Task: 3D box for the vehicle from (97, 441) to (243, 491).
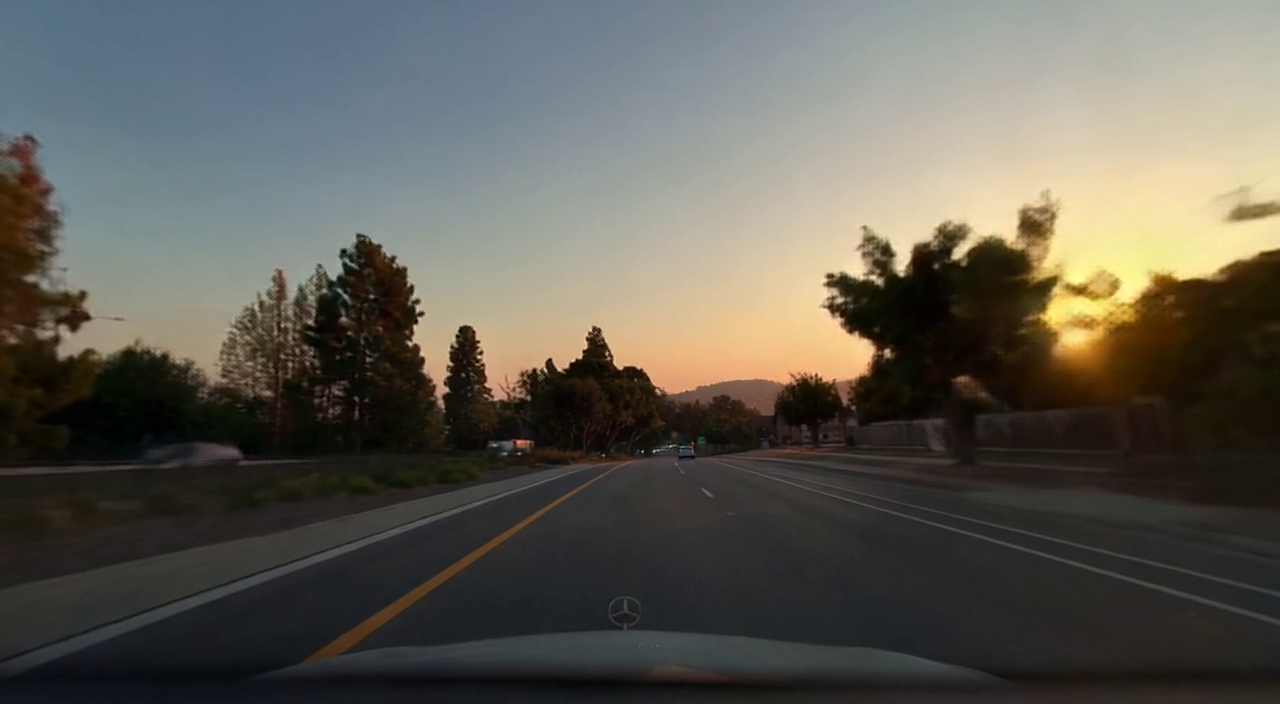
[{"bbox_3d":[-17.912,4.330,24.390,1.970,1.719,4.579,-1,-9,2],"label":"vehicle"}]
